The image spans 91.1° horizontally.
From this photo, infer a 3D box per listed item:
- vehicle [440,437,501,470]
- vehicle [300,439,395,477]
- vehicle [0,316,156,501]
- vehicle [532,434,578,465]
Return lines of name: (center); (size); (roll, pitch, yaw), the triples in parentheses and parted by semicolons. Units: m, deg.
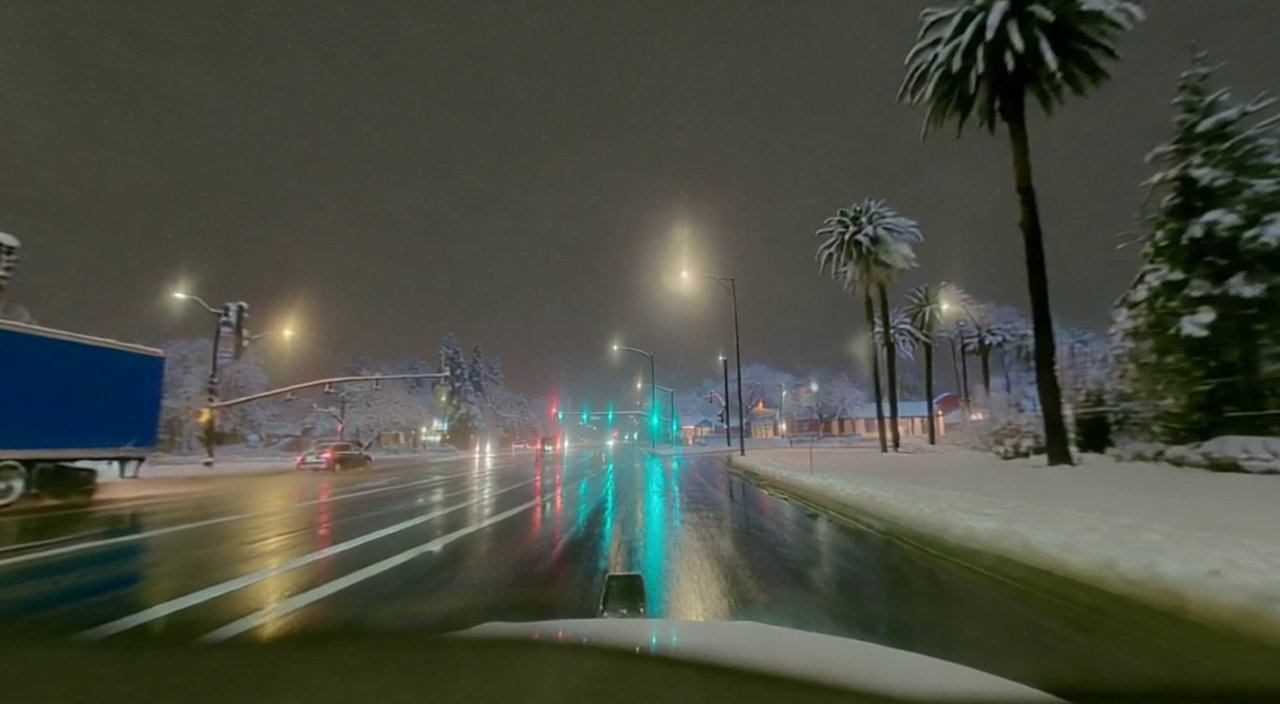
vehicle: (-8.643, 5.209, 32.397); (1.977, 1.584, 3.983); (0, -9, 1)
vehicle: (-12.027, 4.378, 26.159); (1.900, 1.462, 4.225); (0, -9, 0)
vehicle: (-15.268, 1.175, 13.168); (3.061, 3.932, 8.708); (0, -9, 1)
vehicle: (-5.056, 5.892, 37.991); (2.114, 1.784, 4.450); (0, -9, 1)
